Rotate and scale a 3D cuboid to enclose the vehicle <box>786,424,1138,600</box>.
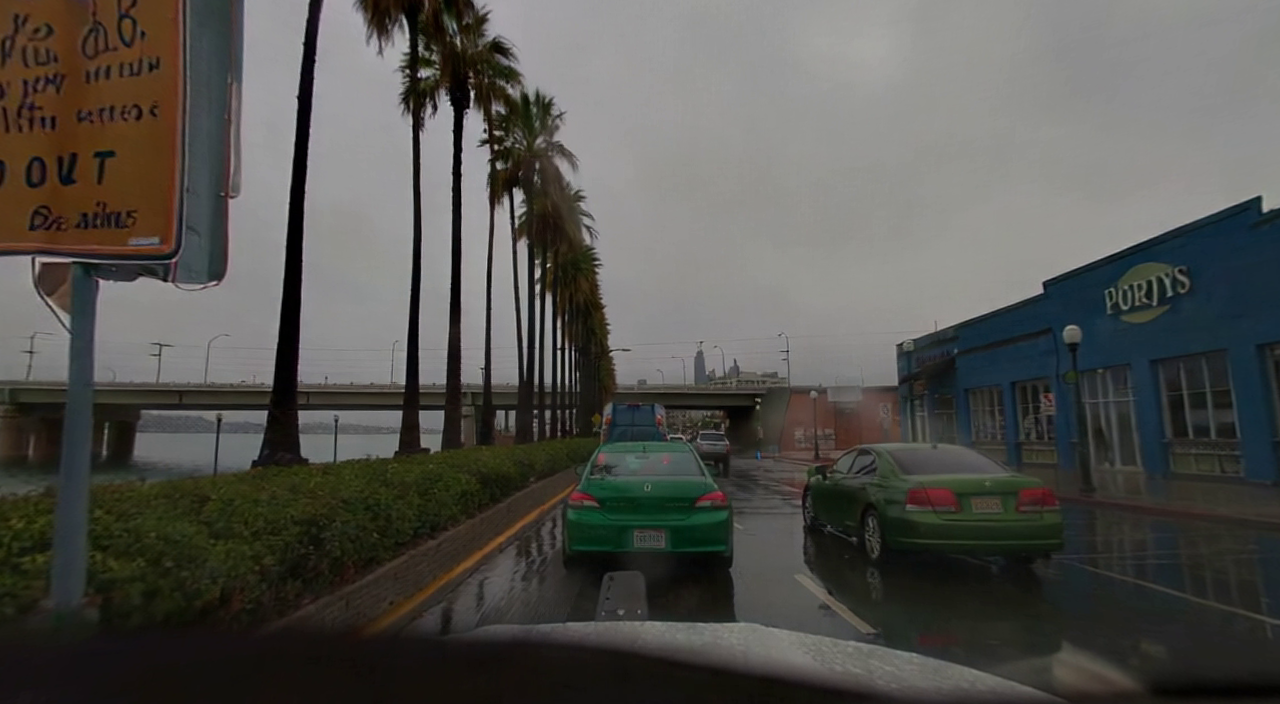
[{"bbox_3d":[3.289,1.711,7.705,1.920,1.490,4.417,0,-9,-1],"label":"vehicle"}]

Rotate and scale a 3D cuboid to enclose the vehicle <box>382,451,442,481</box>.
[{"bbox_3d":[-14.937,7.480,41.662,2.104,1.802,4.852,-1,-8,1],"label":"vehicle"}]

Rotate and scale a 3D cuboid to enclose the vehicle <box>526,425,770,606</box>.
[{"bbox_3d":[0.063,1.662,7.246,2.048,1.503,3.681,0,-9,0],"label":"vehicle"}]
